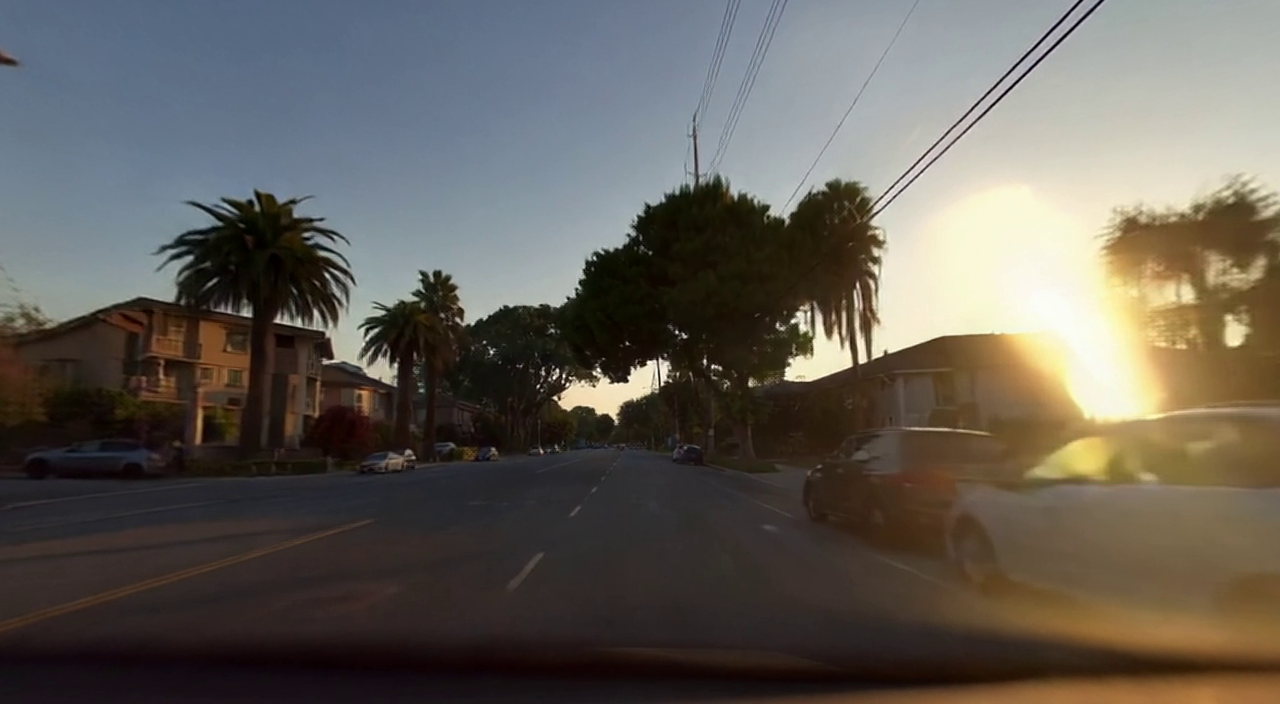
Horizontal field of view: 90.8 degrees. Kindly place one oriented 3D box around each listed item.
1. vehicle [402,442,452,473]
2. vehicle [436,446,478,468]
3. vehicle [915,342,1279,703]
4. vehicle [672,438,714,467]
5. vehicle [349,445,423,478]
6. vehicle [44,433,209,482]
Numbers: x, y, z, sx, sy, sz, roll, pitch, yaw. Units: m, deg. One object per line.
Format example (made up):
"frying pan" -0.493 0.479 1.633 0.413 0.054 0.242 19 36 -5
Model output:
"vehicle" -13.732 6.814 40.978 1.844 1.764 4.183 -1 -7 0
"vehicle" -13.739 7.861 47.633 1.921 1.498 4.460 0 -7 -1
"vehicle" 3.834 1.058 4.127 1.912 1.790 4.715 0 -9 0
"vehicle" 3.356 6.486 40.729 2.221 1.718 5.192 0 -9 0
"vehicle" -13.732 5.912 34.431 2.131 1.492 4.310 -1 -7 2
"vehicle" -22.732 4.687 28.148 5.386 2.043 2.124 0 -9 -1
